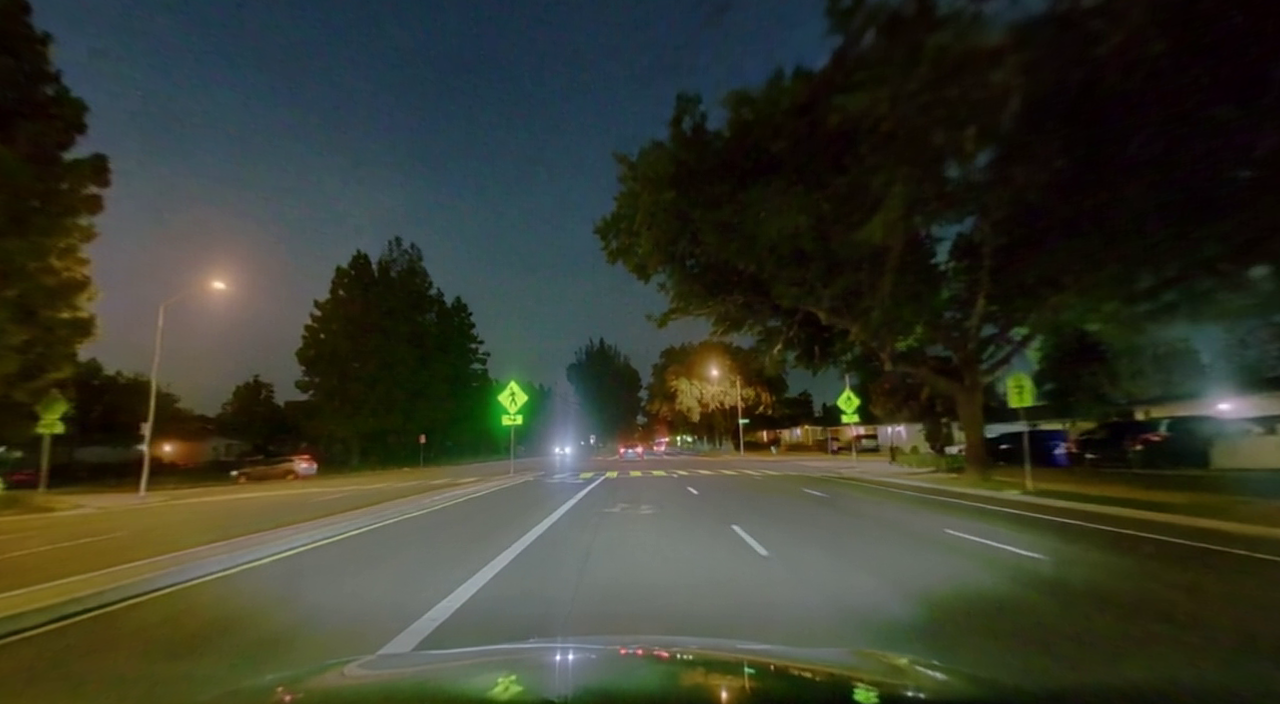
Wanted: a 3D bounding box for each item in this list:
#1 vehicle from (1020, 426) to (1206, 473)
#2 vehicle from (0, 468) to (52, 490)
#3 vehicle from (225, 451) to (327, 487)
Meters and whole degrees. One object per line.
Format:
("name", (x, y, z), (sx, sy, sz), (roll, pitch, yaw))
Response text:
("vehicle", (16.317, 3.412, 22.062), (4.719, 1.513, 1.899), (-2, -9, 10))
("vehicle", (-48.211, 9.770, 48.480), (1.752, 1.487, 4.464), (-2, -8, 1))
("vehicle", (-20.327, 6.531, 35.412), (4.534, 1.724, 1.952), (-3, -9, 1))
